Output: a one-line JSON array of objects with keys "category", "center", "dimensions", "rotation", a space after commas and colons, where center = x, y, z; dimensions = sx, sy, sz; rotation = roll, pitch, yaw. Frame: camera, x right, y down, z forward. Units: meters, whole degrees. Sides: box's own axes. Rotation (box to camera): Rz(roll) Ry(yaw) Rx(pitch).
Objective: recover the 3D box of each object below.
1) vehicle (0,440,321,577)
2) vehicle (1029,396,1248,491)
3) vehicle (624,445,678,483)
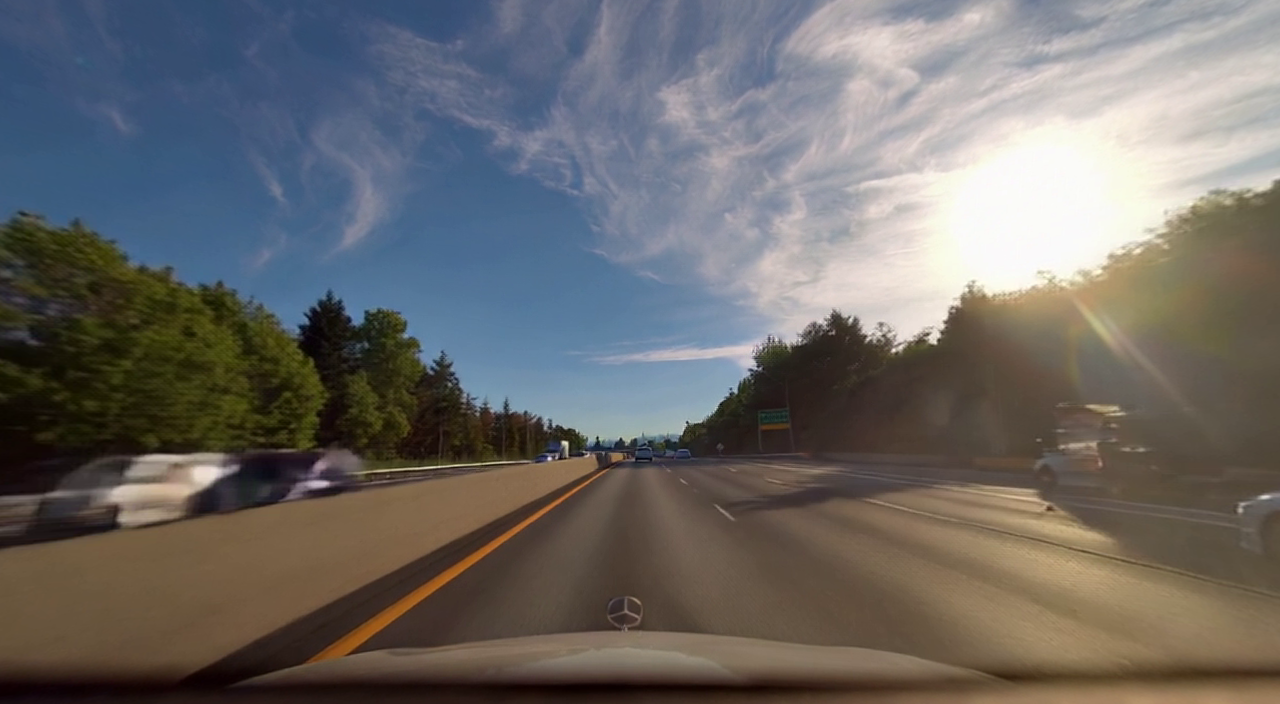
[{"category": "vehicle", "center": [-7.020, 2.231, 9.766], "dimensions": [1.962, 1.631, 4.070], "rotation": [0, -9, 0]}, {"category": "vehicle", "center": [14.505, 2.768, 18.932], "dimensions": [2.115, 2.446, 5.323], "rotation": [0, -9, 0]}, {"category": "vehicle", "center": [0.457, 4.920, 27.957], "dimensions": [2.177, 1.520, 4.278], "rotation": [0, -9, 0]}]
